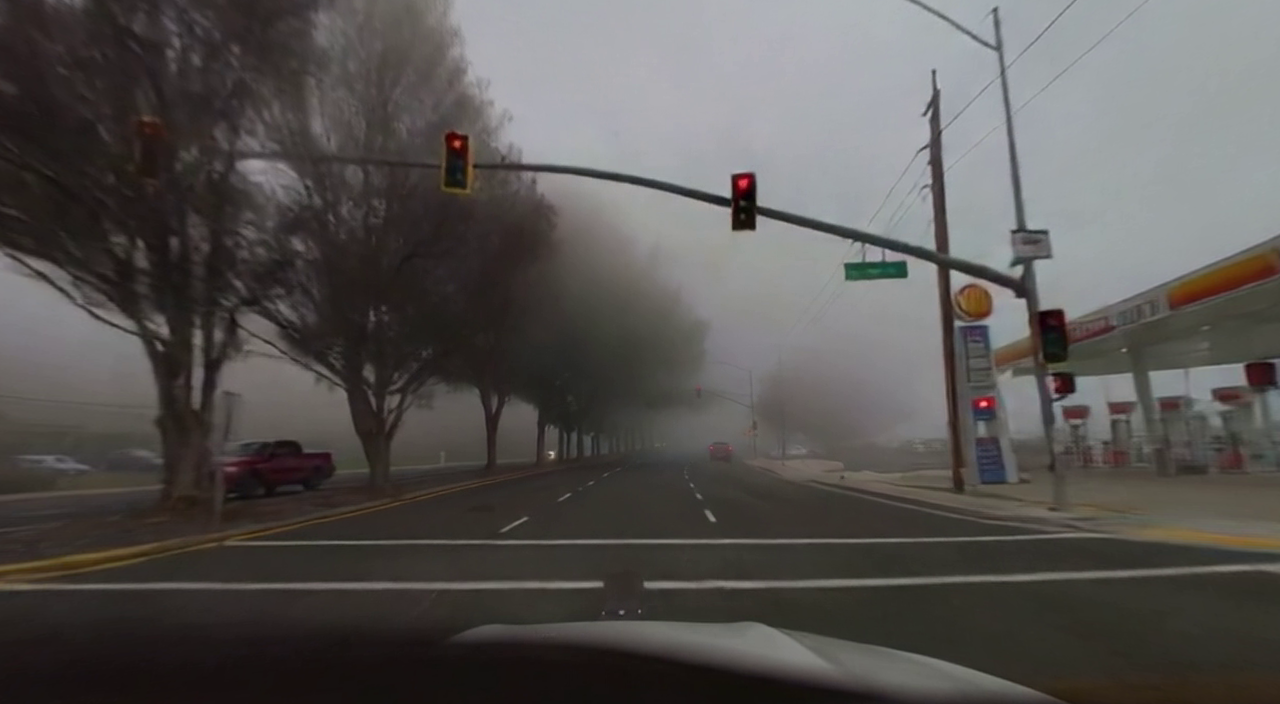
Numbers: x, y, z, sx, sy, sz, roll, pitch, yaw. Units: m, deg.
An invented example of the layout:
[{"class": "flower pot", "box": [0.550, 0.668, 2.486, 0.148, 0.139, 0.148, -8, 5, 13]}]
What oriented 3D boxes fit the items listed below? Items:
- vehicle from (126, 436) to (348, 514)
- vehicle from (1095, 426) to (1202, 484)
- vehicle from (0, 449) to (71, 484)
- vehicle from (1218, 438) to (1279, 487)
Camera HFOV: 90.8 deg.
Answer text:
[{"class": "vehicle", "box": [-9.033, 2.793, 14.791, 2.023, 1.498, 4.605, -1, -9, 2]}, {"class": "vehicle", "box": [17.801, 3.568, 22.028, 4.601, 1.766, 2.015, 7, -14, -42]}, {"class": "vehicle", "box": [-32.238, 5.776, 32.031, 4.820, 1.694, 2.101, -1, -9, 4]}, {"class": "vehicle", "box": [20.177, 3.570, 20.151, 4.553, 1.371, 2.019, 11, -17, -42]}]
